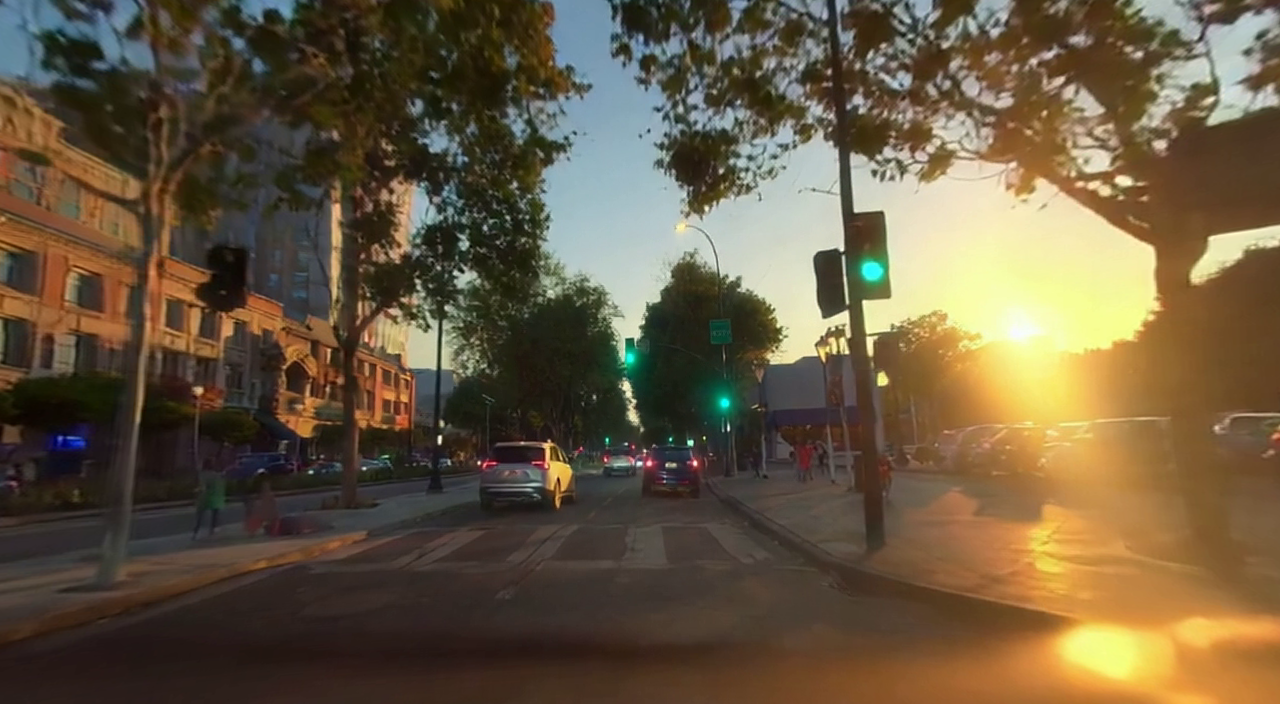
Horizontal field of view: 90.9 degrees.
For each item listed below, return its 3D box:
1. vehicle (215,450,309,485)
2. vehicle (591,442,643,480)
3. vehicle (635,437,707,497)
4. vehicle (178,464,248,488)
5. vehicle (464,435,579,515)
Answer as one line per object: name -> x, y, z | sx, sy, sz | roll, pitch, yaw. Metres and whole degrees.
vehicle -> -24.473, 7.462, 41.217 | 2.144, 1.993, 6.287 | 0, -8, 1
vehicle -> -1.140, 5.738, 33.571 | 2.220, 1.847, 4.587 | -1, -8, 5
vehicle -> 0.996, 3.738, 20.856 | 2.120, 1.758, 3.917 | -1, -8, 2
vehicle -> -30.265, 8.765, 44.829 | 1.819, 1.446, 4.532 | 0, -8, -1
vehicle -> -2.779, 2.973, 15.754 | 1.940, 1.722, 3.823 | -1, -8, 3
